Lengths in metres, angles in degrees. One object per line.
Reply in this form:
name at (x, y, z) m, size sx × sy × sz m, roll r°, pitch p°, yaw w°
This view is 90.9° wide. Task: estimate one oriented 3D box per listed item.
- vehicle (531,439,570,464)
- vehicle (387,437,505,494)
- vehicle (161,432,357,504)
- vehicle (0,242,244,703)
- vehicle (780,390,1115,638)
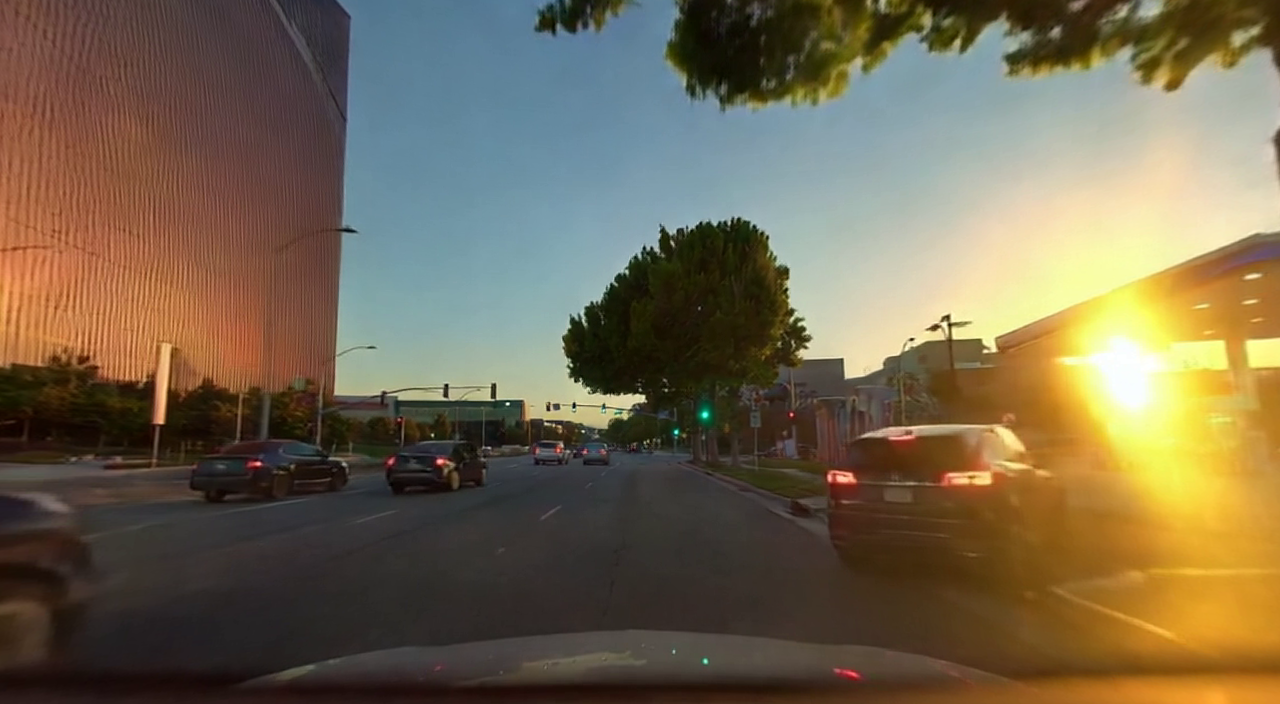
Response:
vehicle at (-6.270, 7.030, 44.586) m, size 2.018 × 1.658 × 4.391 m, roll 0°, pitch -8°, yaw 1°
vehicle at (-5.603, 3.325, 18.892) m, size 1.900 × 1.473 × 4.425 m, roll -1°, pitch -8°, yaw 4°
vehicle at (-9.360, 2.876, 16.106) m, size 1.965 × 1.541 × 4.718 m, roll 0°, pitch -8°, yaw 1°
vehicle at (-3.952, 0.355, 0.778) m, size 2.602 × 2.091 × 6.347 m, roll -1°, pitch -8°, yaw 2°
vehicle at (3.670, 1.509, 7.006) m, size 2.169 × 1.751 × 4.613 m, roll -7°, pitch -11°, yaw 39°
